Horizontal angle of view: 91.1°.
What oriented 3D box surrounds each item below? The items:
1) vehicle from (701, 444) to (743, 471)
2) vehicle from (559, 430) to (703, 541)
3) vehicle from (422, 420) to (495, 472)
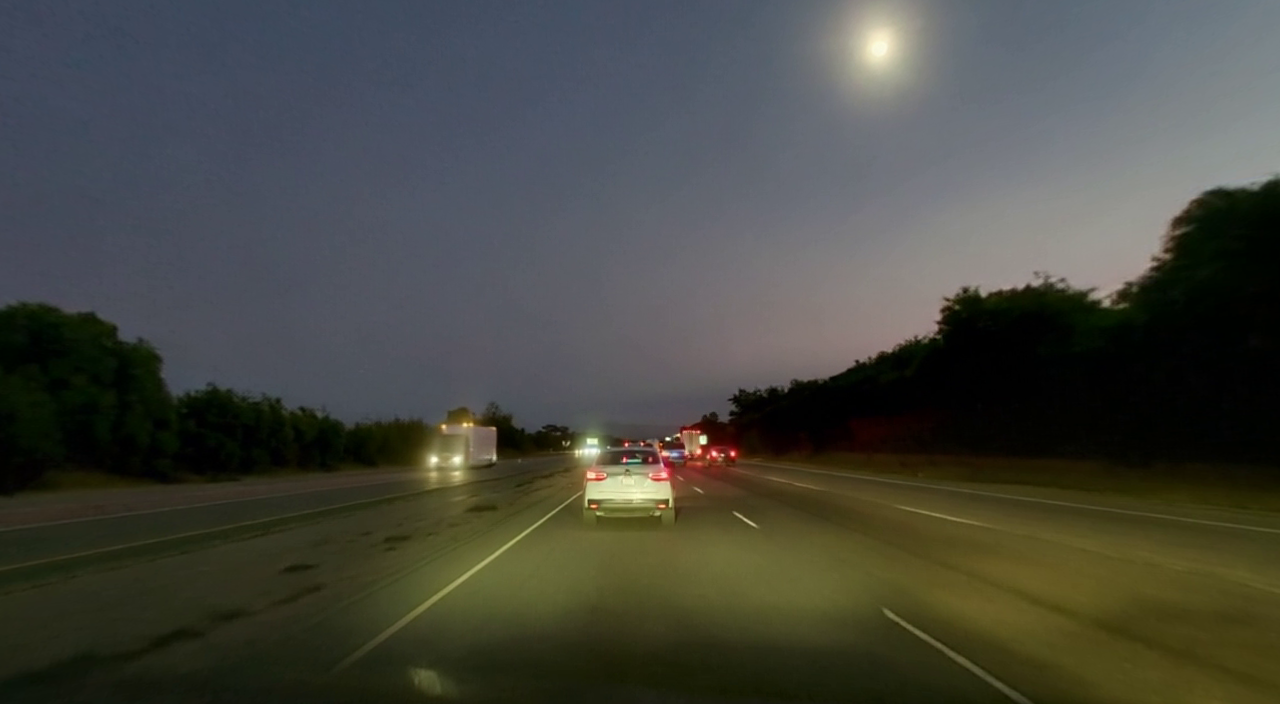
[{"bbox_3d":[4.863,6.315,37.681,1.931,1.516,3.995,0,-9,0],"label":"vehicle"},{"bbox_3d":[-0.159,2.229,11.044,2.088,1.580,3.657,0,-9,-1],"label":"vehicle"},{"bbox_3d":[-13.044,6.890,45.942,2.757,3.414,7.910,-1,-9,1],"label":"vehicle"}]
